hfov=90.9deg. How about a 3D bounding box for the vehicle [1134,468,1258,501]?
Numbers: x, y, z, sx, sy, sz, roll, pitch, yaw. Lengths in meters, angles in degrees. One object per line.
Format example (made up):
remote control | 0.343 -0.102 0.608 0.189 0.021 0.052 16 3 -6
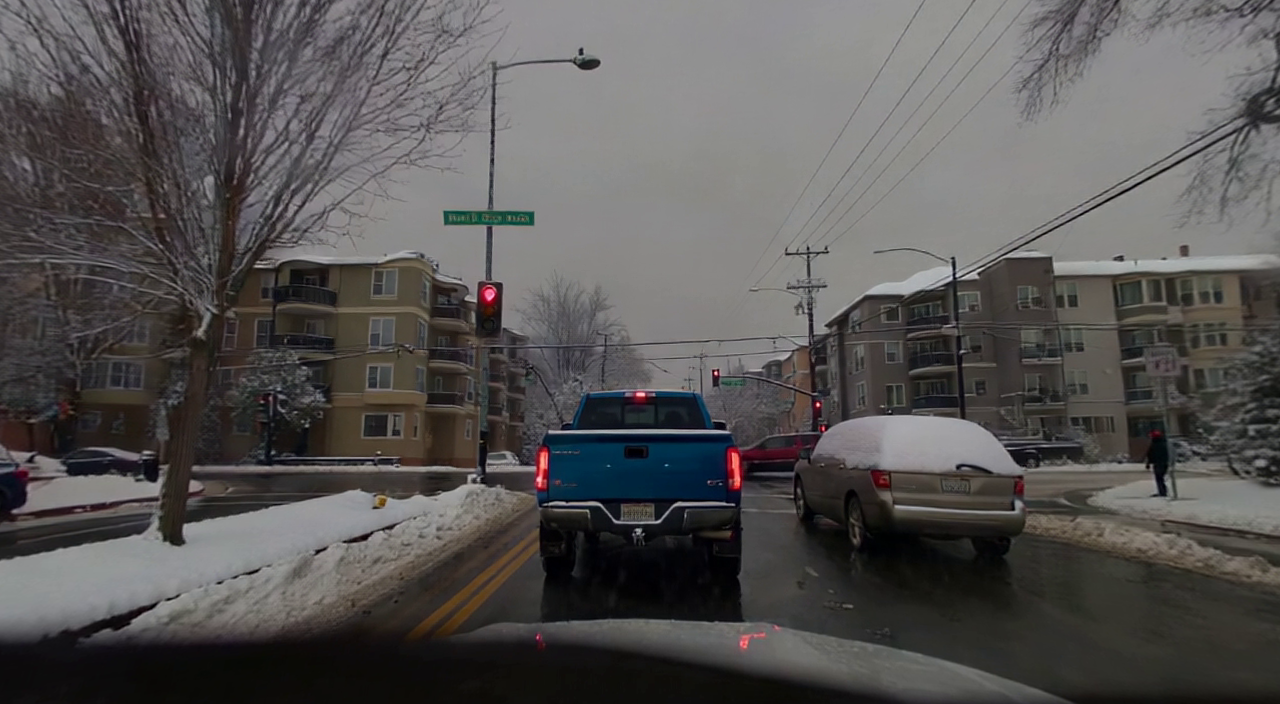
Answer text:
vehicle | 26.367 6.276 29.985 4.071 1.388 1.884 0 -8 1

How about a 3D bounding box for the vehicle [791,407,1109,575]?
vehicle | 3.849 1.816 9.097 2.131 1.759 4.762 0 -8 0

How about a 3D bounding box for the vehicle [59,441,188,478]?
vehicle | -24.866 5.182 30.475 4.563 1.692 1.778 0 -8 -1

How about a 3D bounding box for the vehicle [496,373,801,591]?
vehicle | 0.106 1.547 8.309 2.738 1.959 5.070 0 -8 1
